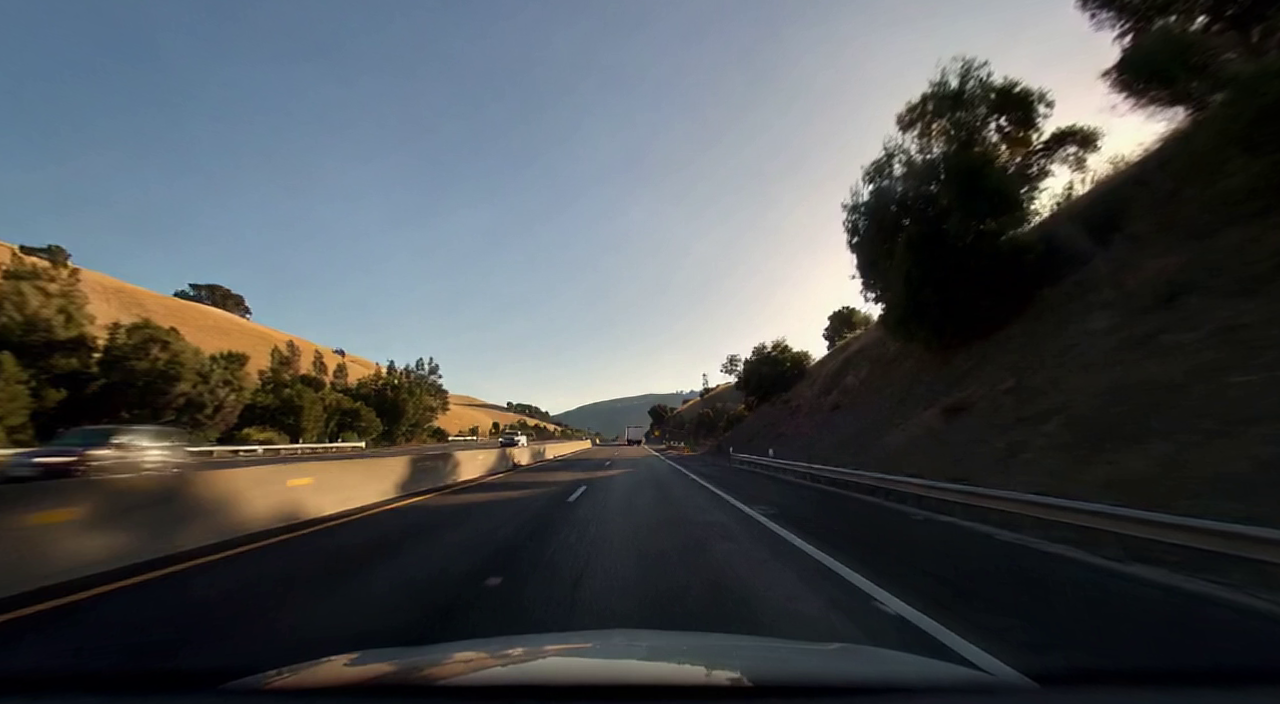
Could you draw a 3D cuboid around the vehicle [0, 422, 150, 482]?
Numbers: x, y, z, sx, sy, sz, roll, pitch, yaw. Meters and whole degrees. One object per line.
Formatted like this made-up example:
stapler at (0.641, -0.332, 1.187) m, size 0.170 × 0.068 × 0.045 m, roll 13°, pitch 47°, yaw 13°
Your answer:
vehicle at (-17.985, 3.087, 19.561) m, size 1.895 × 1.631 × 4.521 m, roll 0°, pitch -8°, yaw -1°
